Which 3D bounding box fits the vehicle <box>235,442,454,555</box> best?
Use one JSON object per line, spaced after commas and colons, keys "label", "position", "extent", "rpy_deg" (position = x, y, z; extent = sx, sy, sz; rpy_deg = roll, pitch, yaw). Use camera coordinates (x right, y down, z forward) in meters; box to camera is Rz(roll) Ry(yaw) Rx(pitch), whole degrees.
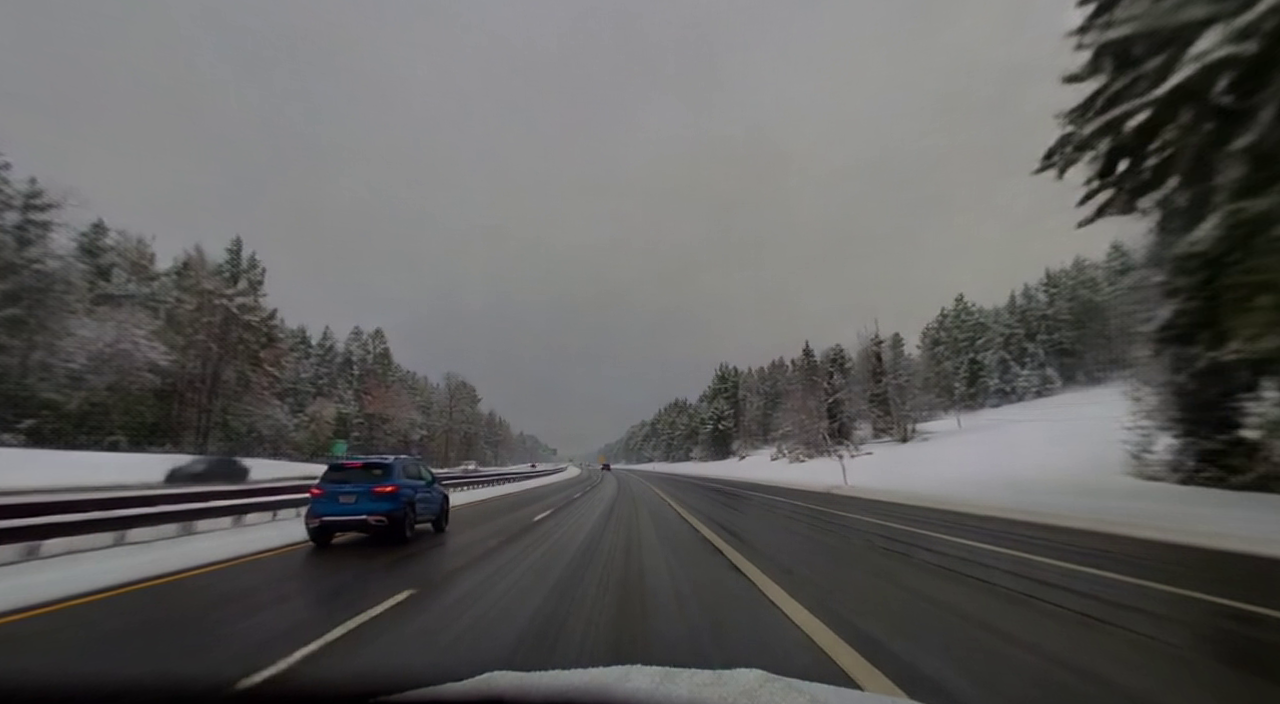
{"label": "vehicle", "position": [-4.804, 2.449, 10.969], "extent": [2.025, 1.584, 3.657], "rpy_deg": [1, -10, -1]}
